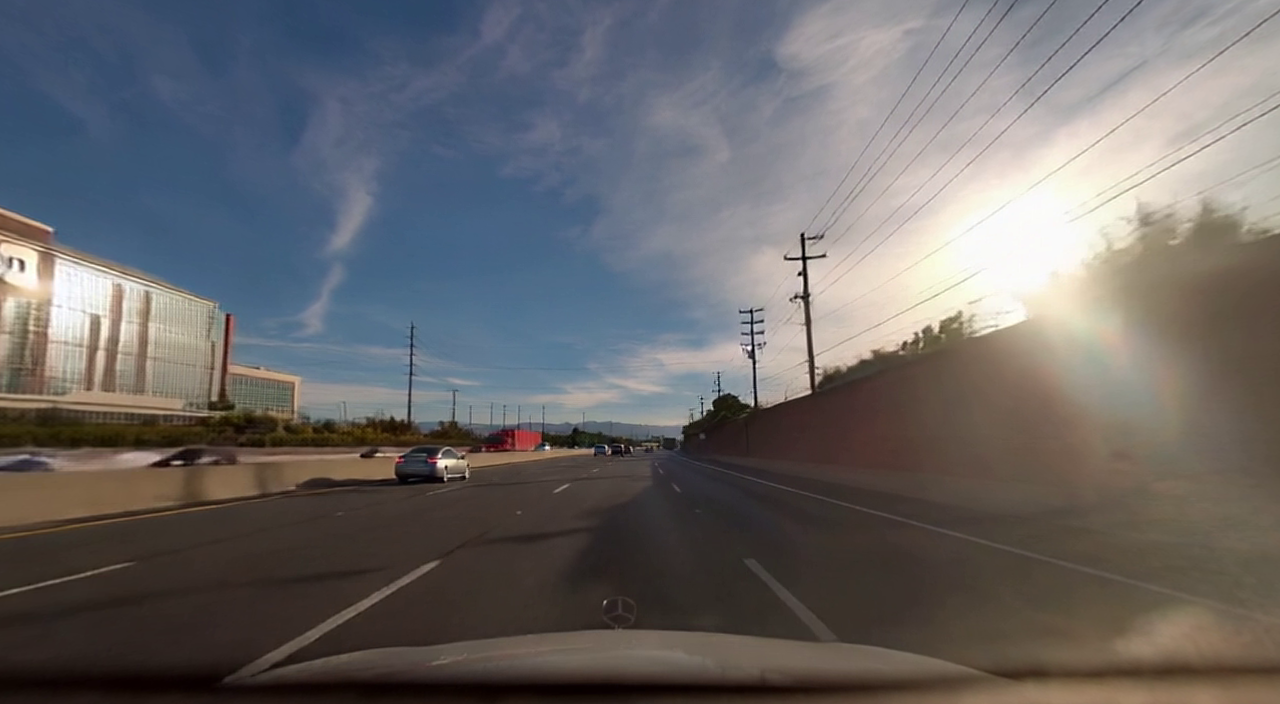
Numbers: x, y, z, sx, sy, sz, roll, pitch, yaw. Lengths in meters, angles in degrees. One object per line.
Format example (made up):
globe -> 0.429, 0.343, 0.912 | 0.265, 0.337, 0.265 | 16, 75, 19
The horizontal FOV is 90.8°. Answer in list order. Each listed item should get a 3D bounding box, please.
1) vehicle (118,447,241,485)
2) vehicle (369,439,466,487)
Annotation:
vehicle -> -18.613, 4.591, 25.822 | 1.809, 1.391, 4.272 | 0, -8, 0
vehicle -> -7.829, 3.921, 22.644 | 2.013, 1.574, 3.923 | 0, -8, 0
